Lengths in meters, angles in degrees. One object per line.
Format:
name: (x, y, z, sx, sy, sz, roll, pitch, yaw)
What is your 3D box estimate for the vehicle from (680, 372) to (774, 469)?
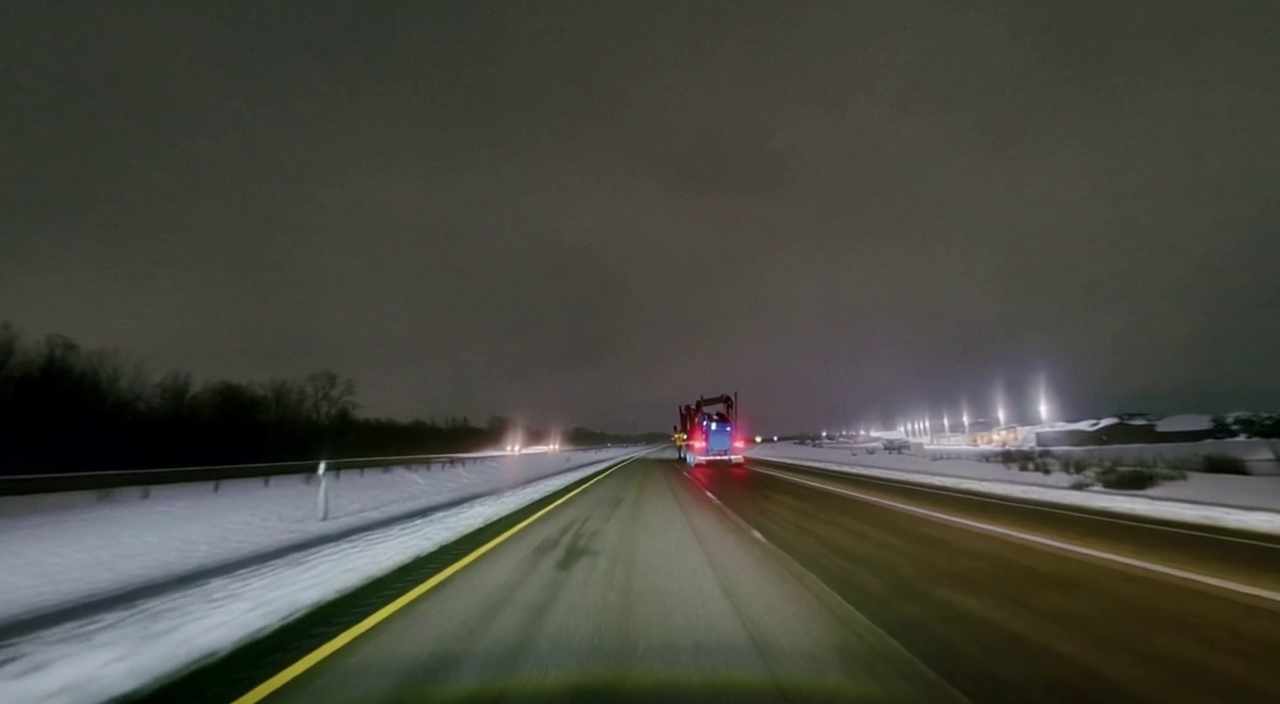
vehicle: (3.720, 3.261, 29.000, 3.279, 3.956, 6.541, 0, -9, -1)
